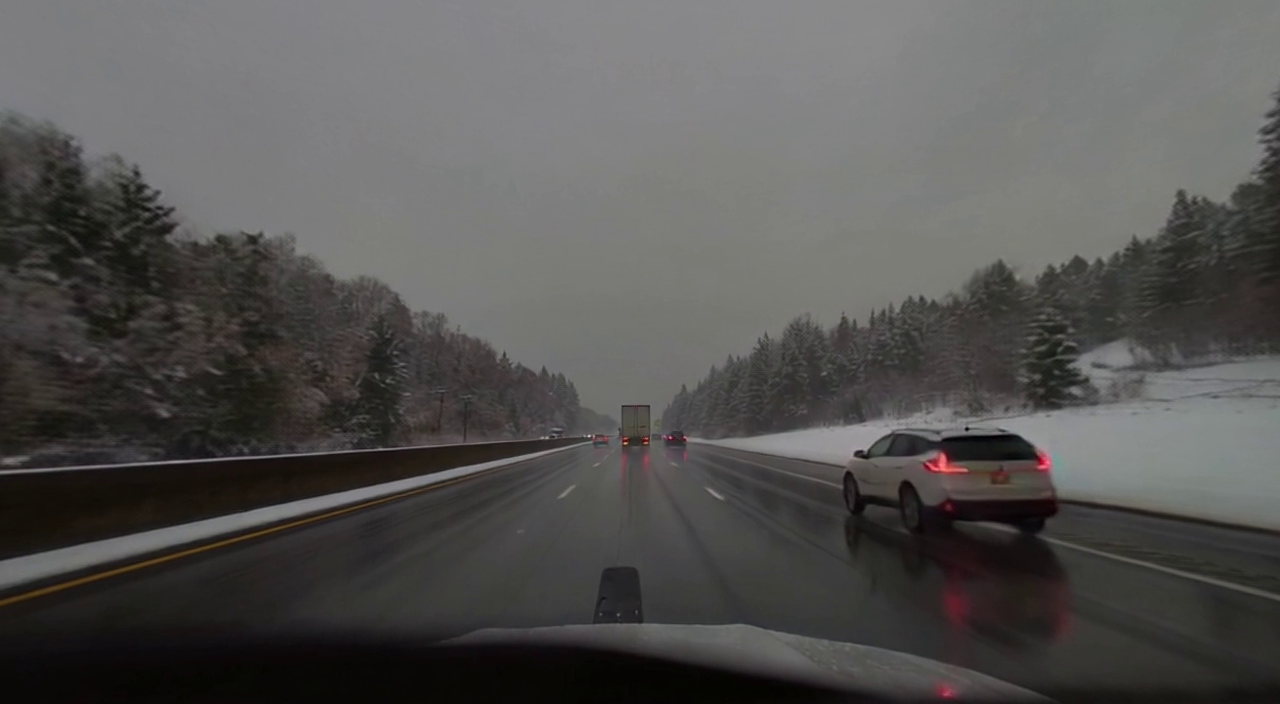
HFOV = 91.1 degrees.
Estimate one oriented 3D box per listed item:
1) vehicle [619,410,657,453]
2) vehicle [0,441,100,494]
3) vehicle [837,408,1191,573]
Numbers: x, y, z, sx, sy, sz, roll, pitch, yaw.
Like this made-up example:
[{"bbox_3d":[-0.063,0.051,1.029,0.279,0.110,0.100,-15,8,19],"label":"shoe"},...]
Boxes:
[{"bbox_3d":[-0.276,5.976,47.214,2.631,2.957,6.512,0,-8,-2],"label":"vehicle"},{"bbox_3d":[-20.612,3.705,20.360,1.998,1.584,4.752,0,-8,0],"label":"vehicle"},{"bbox_3d":[4.091,1.549,7.838,1.882,1.492,3.958,0,-8,-2],"label":"vehicle"}]
